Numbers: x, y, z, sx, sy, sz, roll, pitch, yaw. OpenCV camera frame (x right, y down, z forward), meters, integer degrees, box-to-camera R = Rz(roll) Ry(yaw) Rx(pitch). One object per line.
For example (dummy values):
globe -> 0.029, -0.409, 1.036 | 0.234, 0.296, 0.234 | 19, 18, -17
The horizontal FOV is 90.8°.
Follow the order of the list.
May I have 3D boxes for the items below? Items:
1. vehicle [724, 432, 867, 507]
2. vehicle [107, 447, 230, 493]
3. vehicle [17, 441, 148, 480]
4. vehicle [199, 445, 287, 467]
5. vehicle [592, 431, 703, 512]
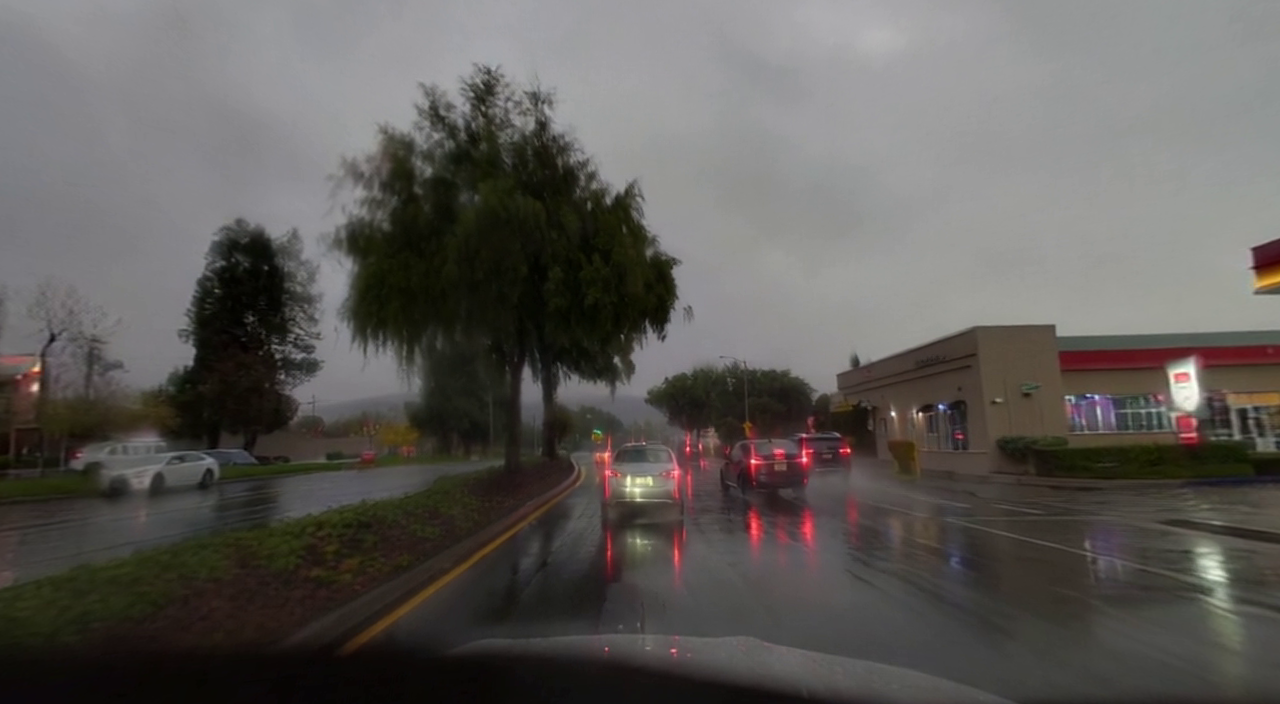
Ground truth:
vehicle -> 3.395, 2.673, 14.891 | 2.124, 1.476, 4.730 | 0, -8, 0
vehicle -> -19.169, 4.749, 25.927 | 1.903, 1.706, 3.994 | 0, -8, 0
vehicle -> -27.470, 5.347, 31.245 | 4.494, 1.792, 2.037 | 0, -8, 0
vehicle -> -28.075, 7.357, 44.787 | 4.736, 1.491, 2.042 | 0, -8, -2
vehicle -> 0.145, 2.495, 13.646 | 2.052, 1.488, 3.779 | 0, -8, 0
